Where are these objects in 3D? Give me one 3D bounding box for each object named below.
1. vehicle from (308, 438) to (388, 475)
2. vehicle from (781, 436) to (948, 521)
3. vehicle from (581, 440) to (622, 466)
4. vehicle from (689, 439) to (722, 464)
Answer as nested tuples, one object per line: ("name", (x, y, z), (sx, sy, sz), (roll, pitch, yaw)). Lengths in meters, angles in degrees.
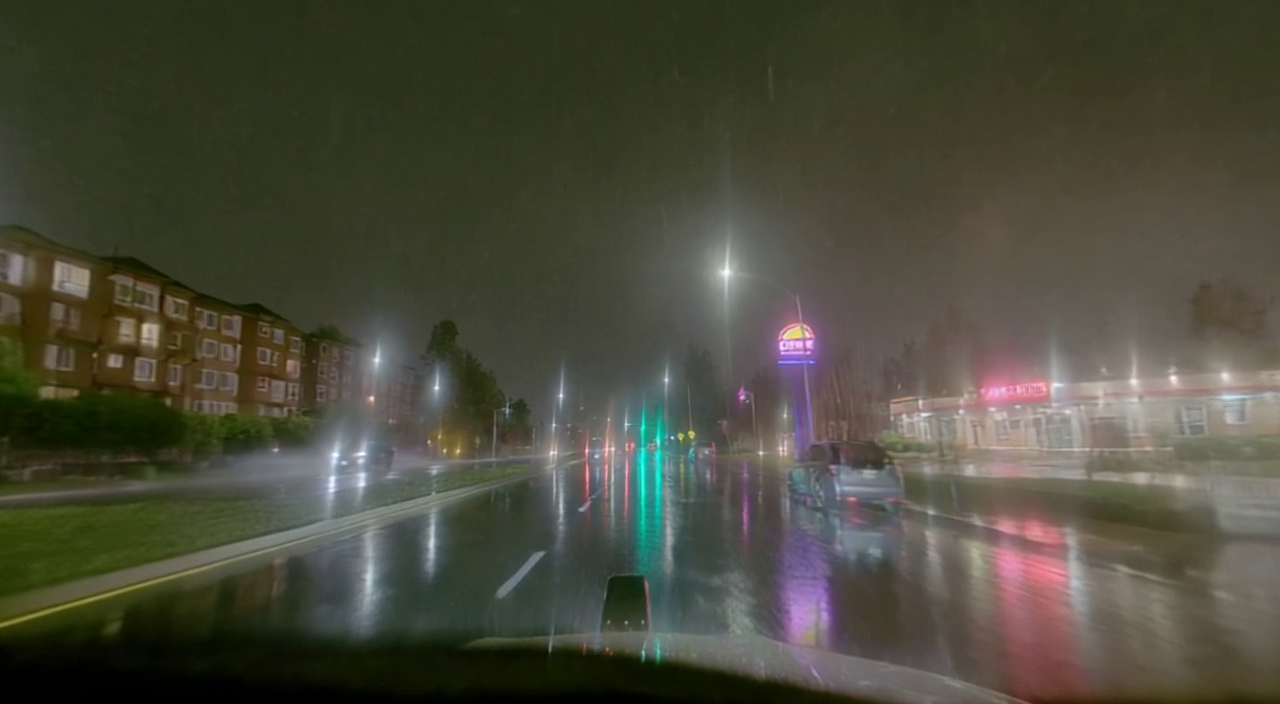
("vehicle", (-14.512, 5.204, 31.617), (1.973, 1.742, 4.024), (0, -8, 1))
("vehicle", (4.570, 2.622, 13.678), (2.025, 1.500, 4.465), (0, -8, 1))
("vehicle", (-2.381, 6.372, 40.006), (2.176, 1.543, 4.335), (0, -8, 1))
("vehicle", (4.861, 7.438, 47.340), (2.067, 1.755, 4.616), (0, -8, 1))
